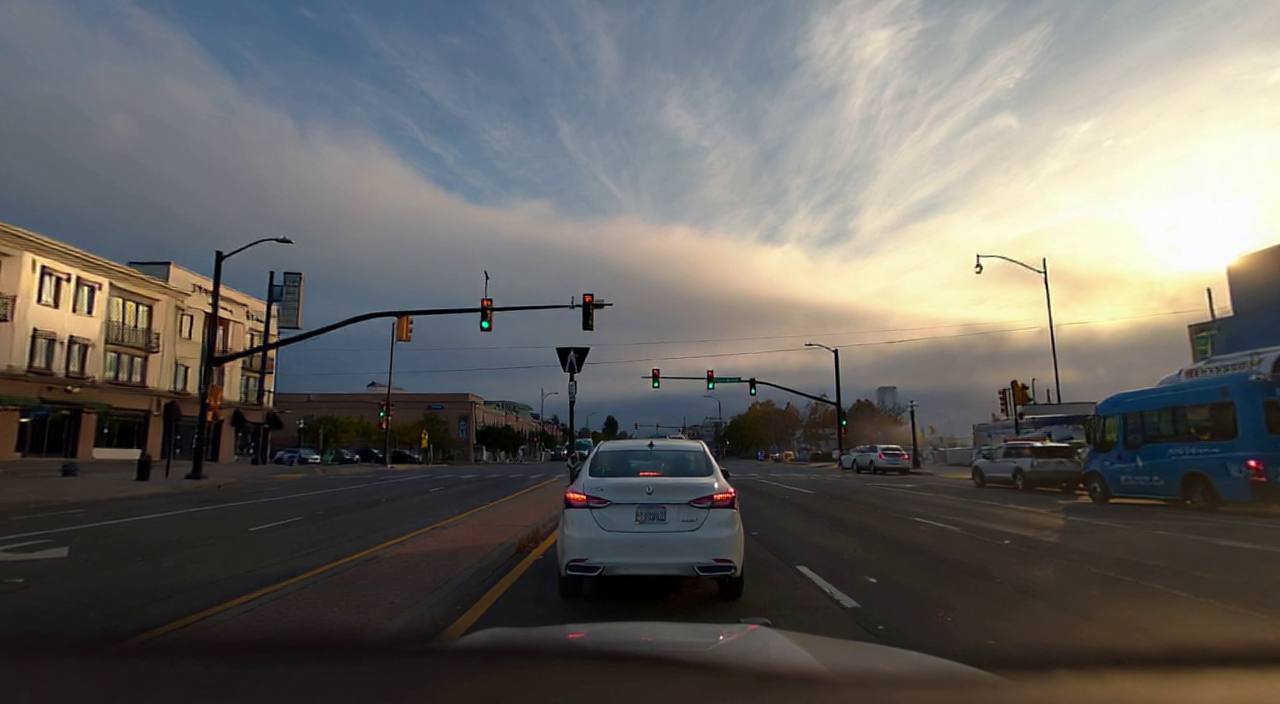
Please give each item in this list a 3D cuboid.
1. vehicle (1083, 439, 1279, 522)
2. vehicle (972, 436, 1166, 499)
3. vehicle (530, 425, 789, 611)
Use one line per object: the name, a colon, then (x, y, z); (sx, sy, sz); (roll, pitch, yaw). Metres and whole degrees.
vehicle: (14.140, 3.103, 15.908); (2.235, 1.721, 5.230); (0, -9, 1)
vehicle: (14.064, 3.820, 21.376); (2.309, 1.819, 5.793); (1, -9, -3)
vehicle: (0.121, 1.656, 7.256); (2.067, 1.471, 4.241); (0, -9, -1)
